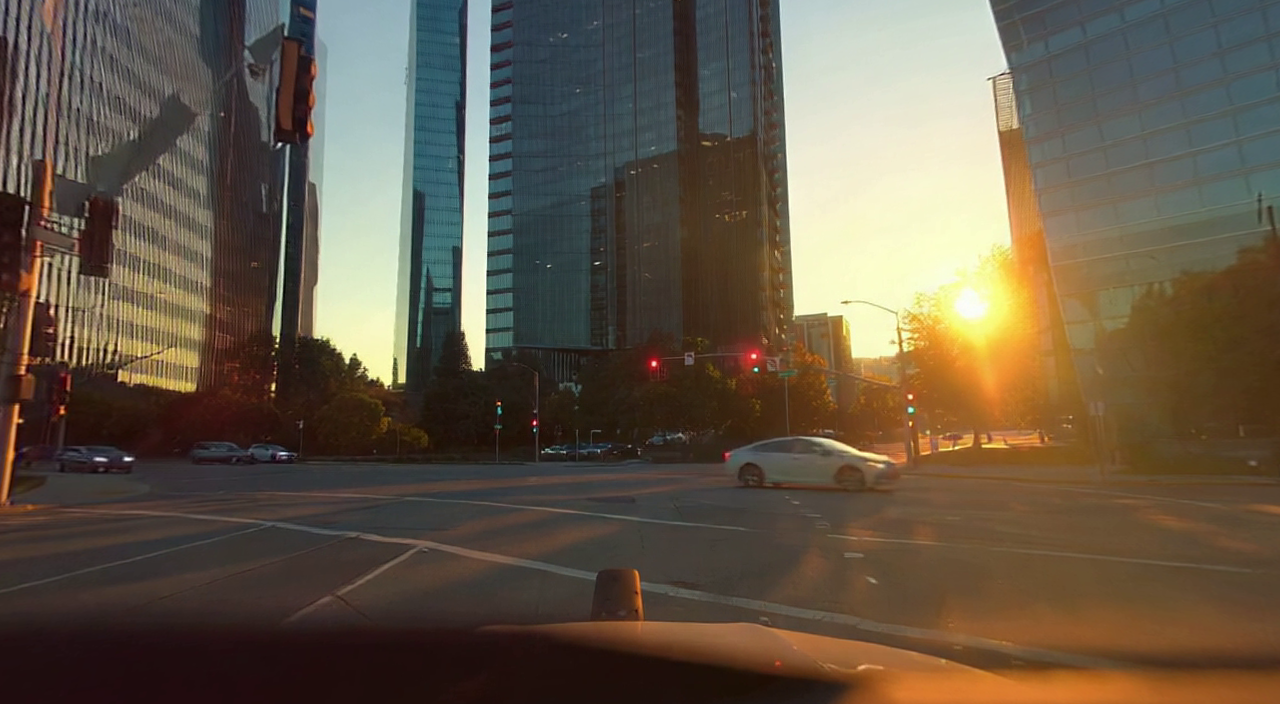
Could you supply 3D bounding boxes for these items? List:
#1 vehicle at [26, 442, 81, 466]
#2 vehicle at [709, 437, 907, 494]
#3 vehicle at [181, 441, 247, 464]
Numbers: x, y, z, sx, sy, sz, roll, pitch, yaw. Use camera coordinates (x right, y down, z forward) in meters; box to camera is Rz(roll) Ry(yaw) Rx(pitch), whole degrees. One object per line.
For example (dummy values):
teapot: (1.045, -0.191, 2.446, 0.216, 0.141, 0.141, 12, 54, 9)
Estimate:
vehicle: (-35.700, 6.176, 38.416, 4.323, 1.390, 1.953, -8, -11, 42)
vehicle: (4.990, 3.399, 19.319, 5.408, 1.505, 2.091, -7, -11, 37)
vehicle: (-28.321, 6.645, 41.975, 4.380, 1.455, 1.869, -5, -10, 31)
